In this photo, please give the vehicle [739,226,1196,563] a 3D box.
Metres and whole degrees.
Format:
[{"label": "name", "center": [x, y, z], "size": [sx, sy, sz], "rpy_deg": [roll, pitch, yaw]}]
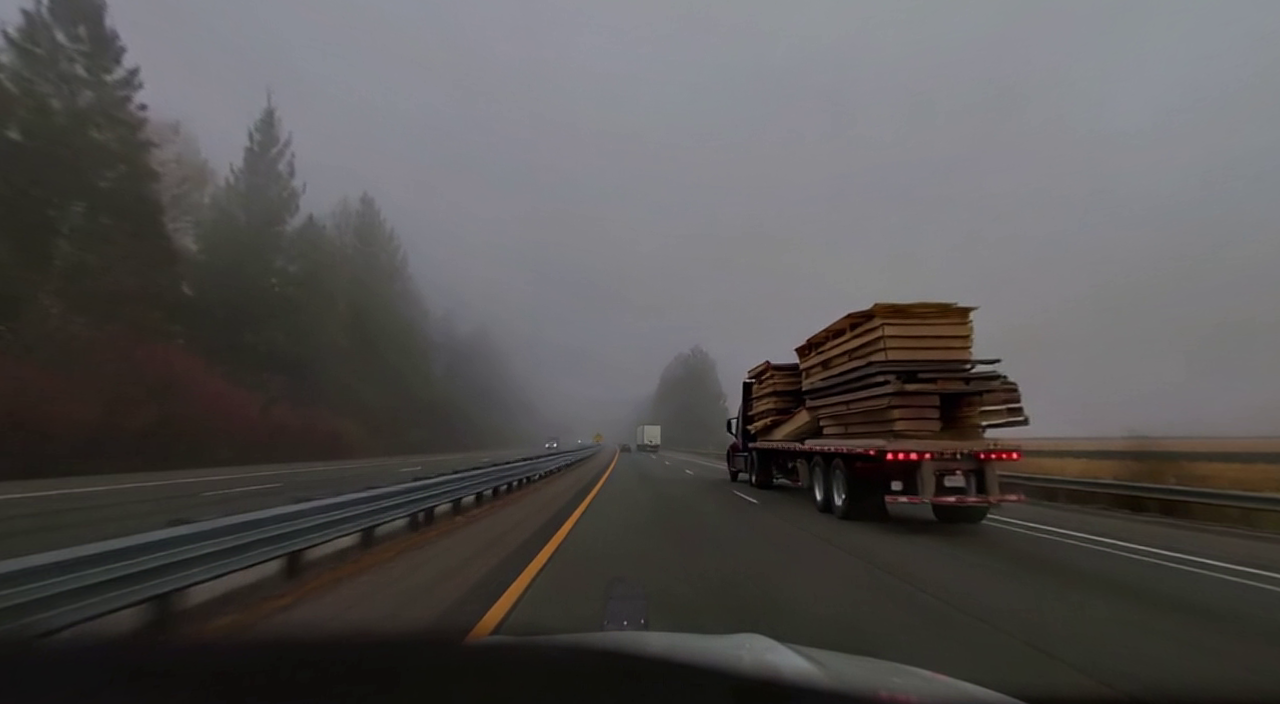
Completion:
[{"label": "vehicle", "center": [4.890, 1.465, 14.418], "size": [2.914, 4.000, 14.078], "rpy_deg": [0, -8, 0]}]
